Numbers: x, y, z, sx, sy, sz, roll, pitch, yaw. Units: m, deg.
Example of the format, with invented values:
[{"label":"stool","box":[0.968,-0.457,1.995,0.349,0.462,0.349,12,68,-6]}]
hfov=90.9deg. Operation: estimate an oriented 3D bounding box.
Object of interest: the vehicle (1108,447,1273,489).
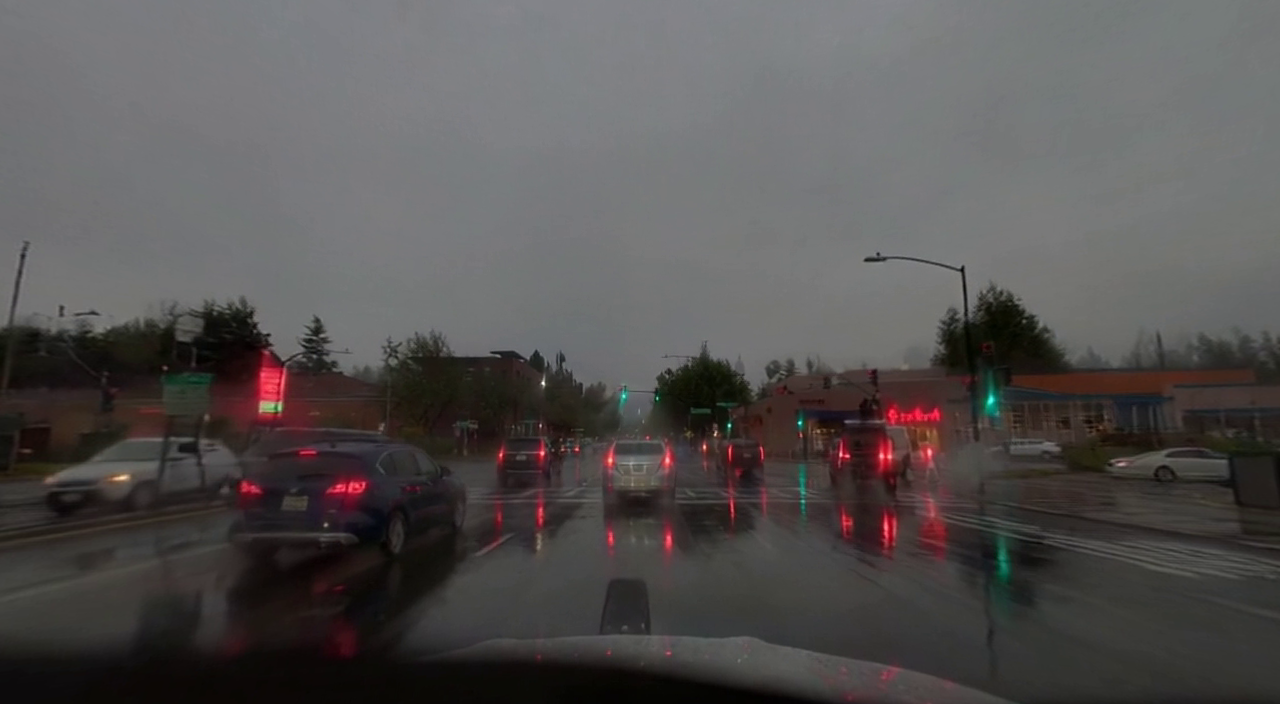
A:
[{"label":"vehicle","box":[22.509,4.698,25.973,1.993,1.517,4.601,5,-10,-30]}]

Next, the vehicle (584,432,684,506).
[{"label":"vehicle","box":[-0.143,2.802,15.507,2.121,1.563,4.031,0,-8,0]}]

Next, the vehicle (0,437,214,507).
[{"label":"vehicle","box":[-16.230,3.574,19.448,2.237,1.840,5.567,0,-8,0]}]

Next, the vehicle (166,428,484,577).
[{"label":"vehicle","box":[-3.784,1.871,8.797,1.992,1.493,4.688,0,-8,0]}]

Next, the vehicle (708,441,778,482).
[{"label":"vehicle","box":[4.045,4.365,25.520,1.979,1.485,4.207,0,-8,-2]}]

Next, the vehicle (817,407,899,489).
[{"label":"vehicle","box":[9.494,4.187,27.688,2.613,3.281,2.673,3,-8,-1]}]

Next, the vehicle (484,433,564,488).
[{"label":"vehicle","box":[-3.859,3.687,21.734,1.983,1.685,3.997,0,-8,0]}]
